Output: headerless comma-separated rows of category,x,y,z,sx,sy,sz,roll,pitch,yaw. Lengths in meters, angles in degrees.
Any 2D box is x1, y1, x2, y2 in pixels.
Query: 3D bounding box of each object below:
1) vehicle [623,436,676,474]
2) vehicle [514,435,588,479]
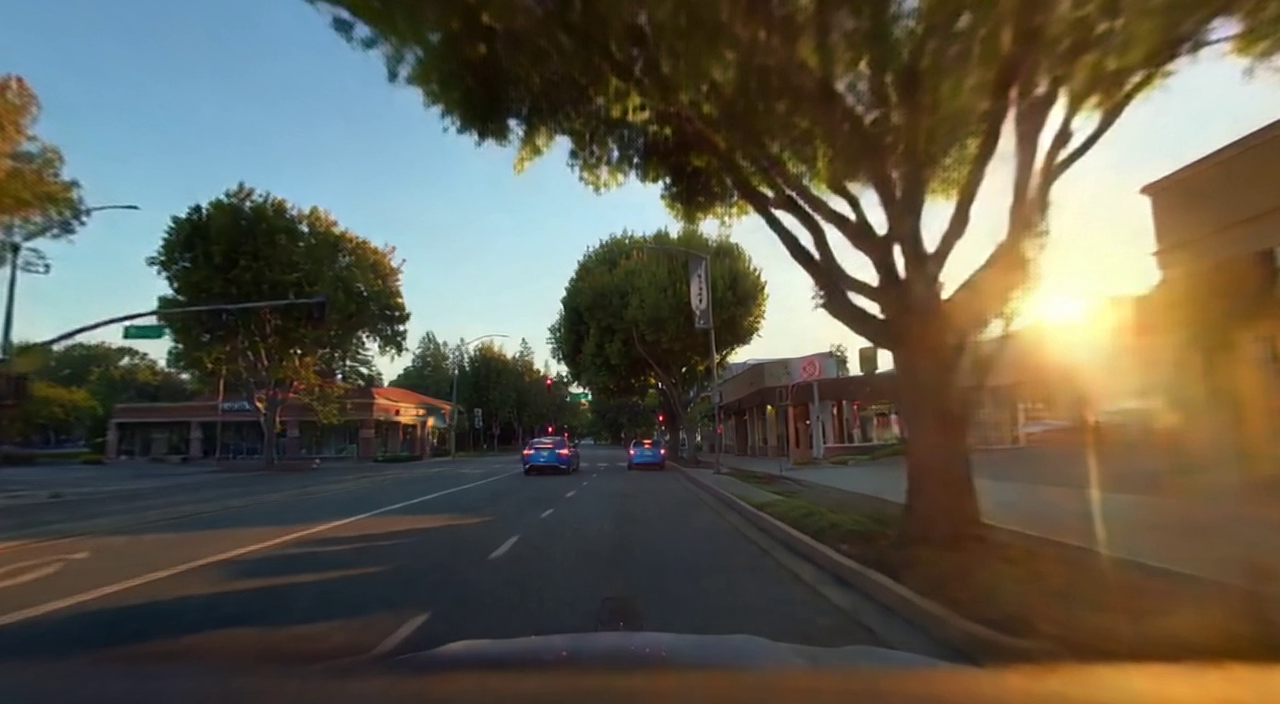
vehicle,0.357,4.263,26.433,2.059,1.456,4.047,0,-8,0
vehicle,-3.210,3.889,23.621,2.032,1.467,4.411,0,-8,1
